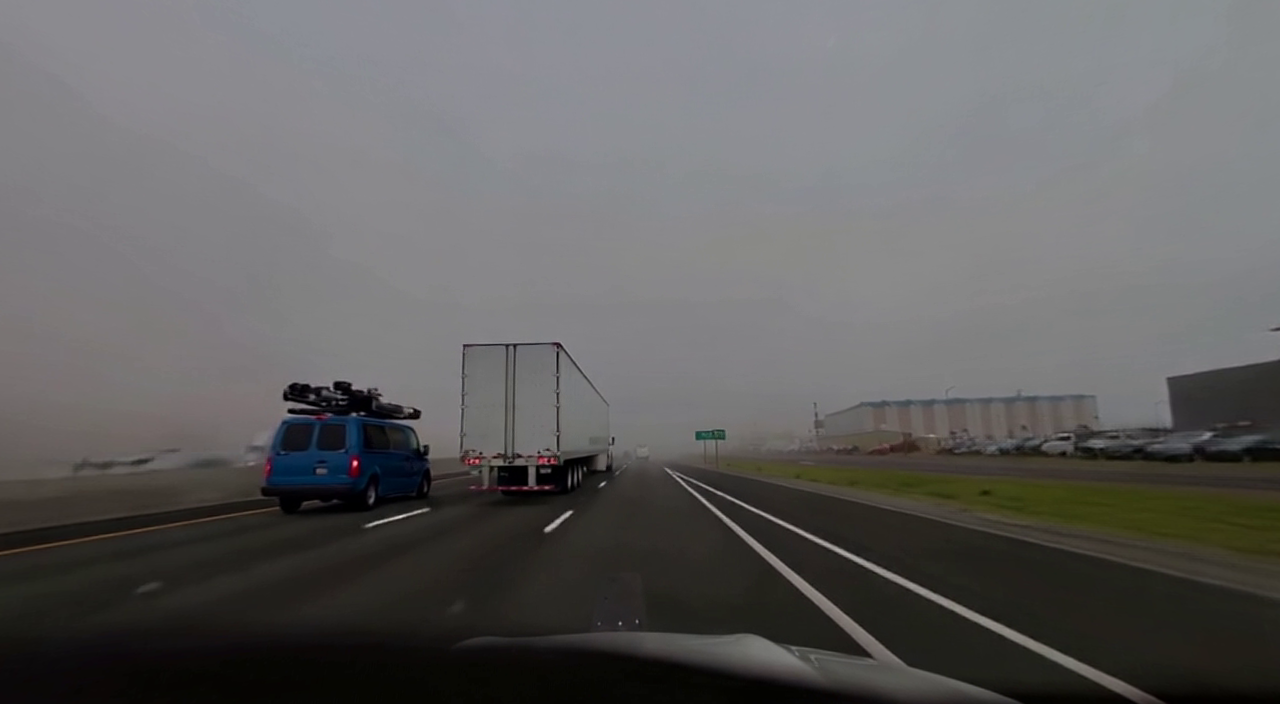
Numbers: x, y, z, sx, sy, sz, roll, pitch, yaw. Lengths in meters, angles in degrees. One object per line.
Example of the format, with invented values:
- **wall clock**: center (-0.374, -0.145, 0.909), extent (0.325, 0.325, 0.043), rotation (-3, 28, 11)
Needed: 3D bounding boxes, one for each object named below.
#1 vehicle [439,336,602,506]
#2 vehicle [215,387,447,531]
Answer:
- **vehicle**: center (-3.393, 2.897, 23.651), extent (2.939, 4.132, 16.303), rotation (1, -9, 0)
- **vehicle**: center (-6.721, 2.441, 14.905), extent (2.385, 2.672, 6.049), rotation (0, -9, 0)
